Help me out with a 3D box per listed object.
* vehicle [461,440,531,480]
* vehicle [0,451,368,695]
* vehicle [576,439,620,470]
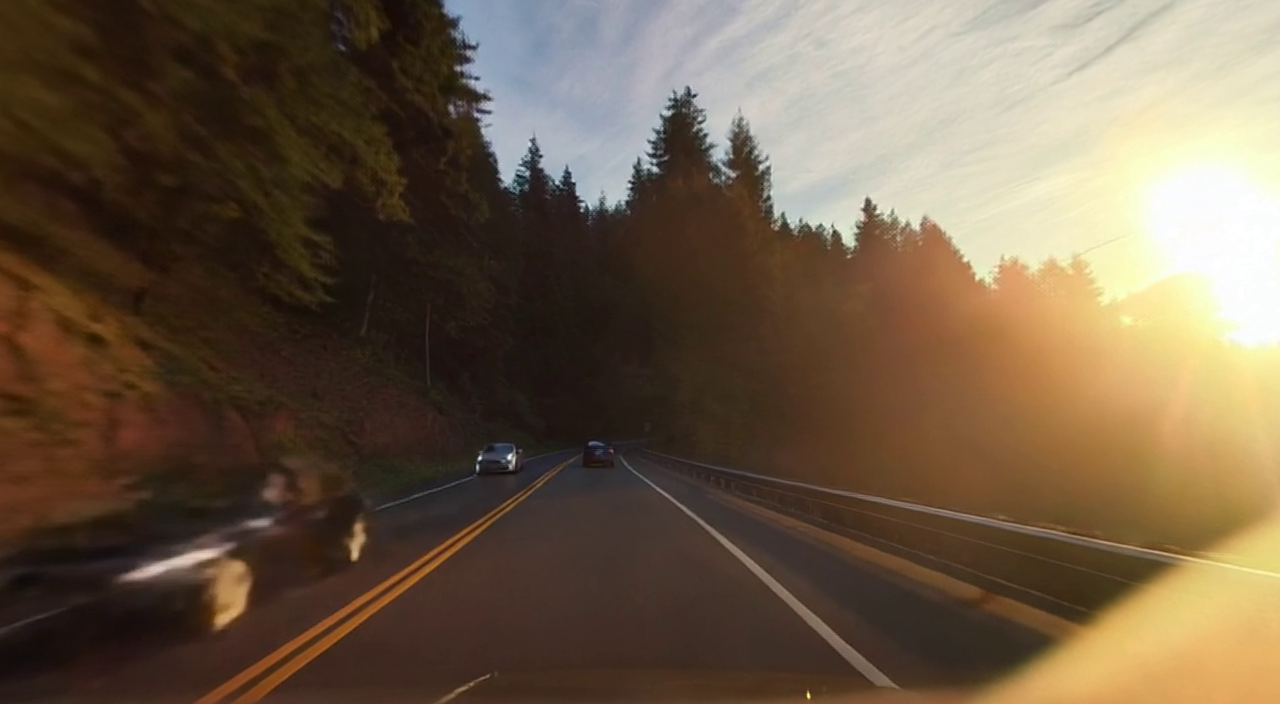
[{"bbox_3d":[-6.152,4.643,27.415,2.200,1.588,4.150,0,-9,-2],"label":"vehicle"},{"bbox_3d":[-4.699,1.781,6.294,2.133,1.526,4.308,0,-9,-2],"label":"vehicle"},{"bbox_3d":[-2.173,5.308,32.755,2.120,1.491,4.349,0,-9,-4],"label":"vehicle"}]
